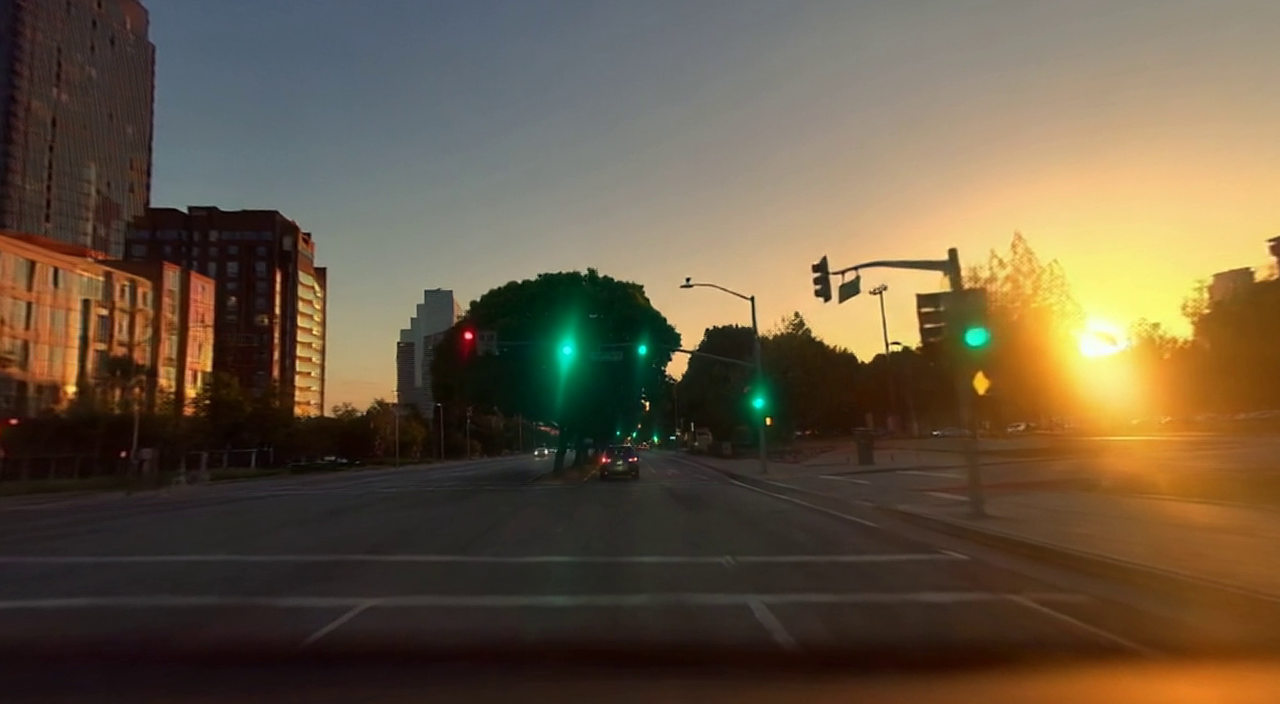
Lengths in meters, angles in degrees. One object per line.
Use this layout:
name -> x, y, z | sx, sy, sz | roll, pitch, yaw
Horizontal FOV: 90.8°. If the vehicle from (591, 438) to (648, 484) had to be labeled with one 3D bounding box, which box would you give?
vehicle -> -0.831, 4.371, 25.608 | 2.130, 1.711, 4.038 | 0, -9, -2
